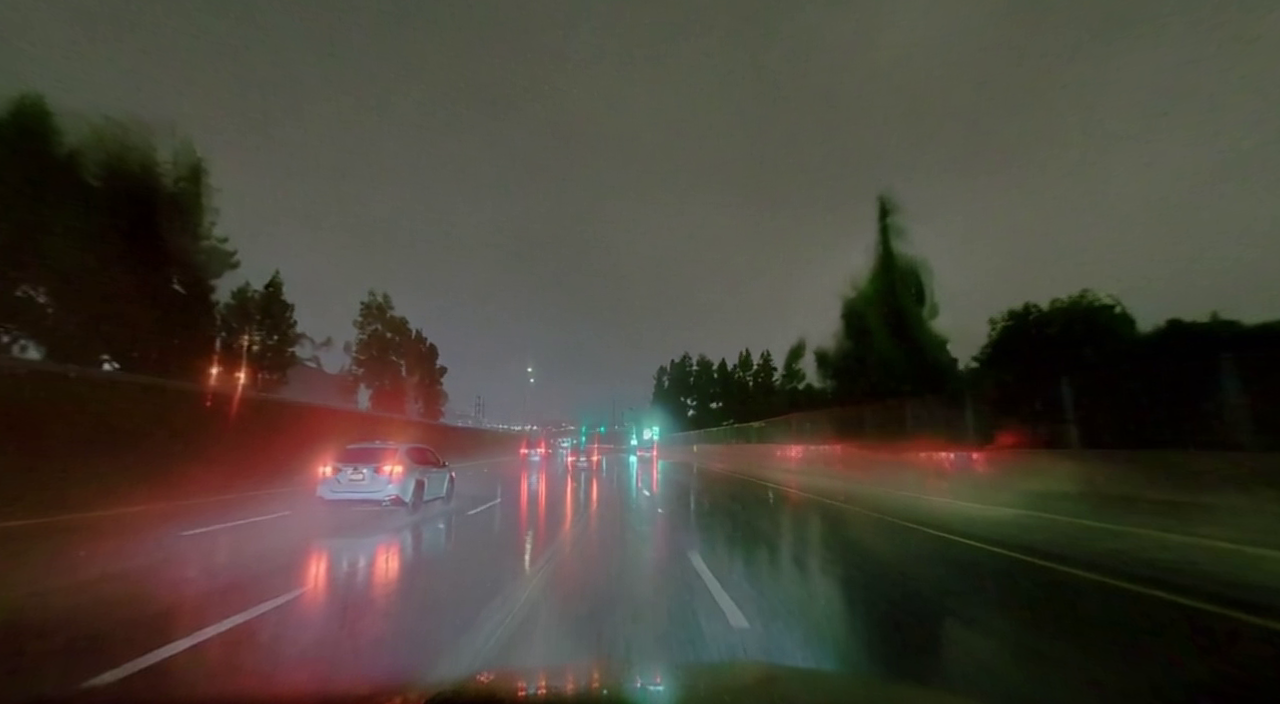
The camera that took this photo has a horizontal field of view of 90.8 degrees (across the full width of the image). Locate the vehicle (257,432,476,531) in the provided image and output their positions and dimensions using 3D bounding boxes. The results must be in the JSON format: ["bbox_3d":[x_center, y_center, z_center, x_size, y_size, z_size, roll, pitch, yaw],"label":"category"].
[{"bbox_3d":[-4.830,2.351,12.173,2.049,1.482,4.981,0,-9,-1],"label":"vehicle"}]

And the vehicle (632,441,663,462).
[{"bbox_3d":[0.509,7.293,46.433,2.021,1.447,3.985,0,-9,-4],"label":"vehicle"}]

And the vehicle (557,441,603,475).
[{"bbox_3d":[-2.687,4.865,29.287,1.947,1.437,4.345,0,-9,-3],"label":"vehicle"}]

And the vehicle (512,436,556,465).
[{"bbox_3d":[-6.773,6.375,40.937,2.244,1.755,4.417,0,-8,-3],"label":"vehicle"}]
